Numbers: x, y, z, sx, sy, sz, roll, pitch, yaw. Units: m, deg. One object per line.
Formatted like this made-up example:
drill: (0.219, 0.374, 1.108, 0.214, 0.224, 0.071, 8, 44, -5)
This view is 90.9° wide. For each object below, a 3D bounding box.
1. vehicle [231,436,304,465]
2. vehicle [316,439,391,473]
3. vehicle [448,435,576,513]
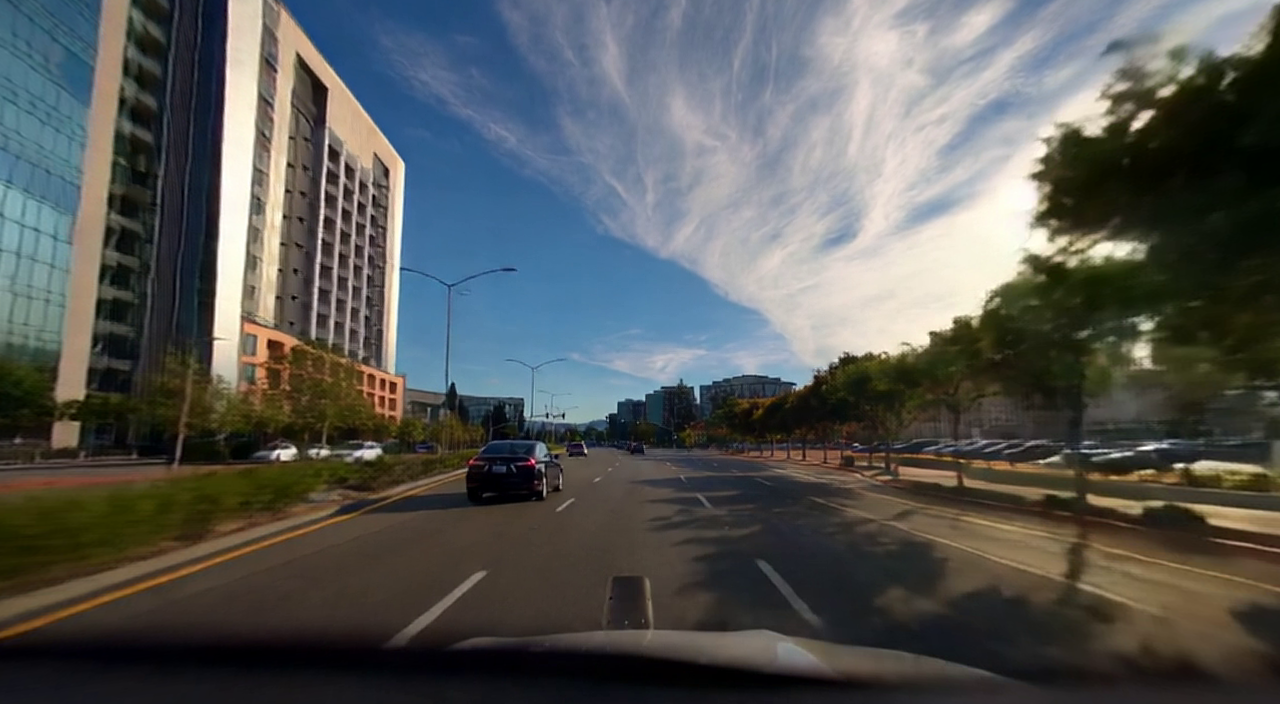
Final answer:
vehicle: (-26.631, 7.087, 45.318, 2.207, 1.909, 4.831, 1, -9, 0)
vehicle: (-15.922, 5.767, 35.366, 2.055, 1.757, 4.724, 0, -8, -2)
vehicle: (-2.833, 2.790, 15.040, 2.009, 1.489, 4.543, -2, -8, 1)
